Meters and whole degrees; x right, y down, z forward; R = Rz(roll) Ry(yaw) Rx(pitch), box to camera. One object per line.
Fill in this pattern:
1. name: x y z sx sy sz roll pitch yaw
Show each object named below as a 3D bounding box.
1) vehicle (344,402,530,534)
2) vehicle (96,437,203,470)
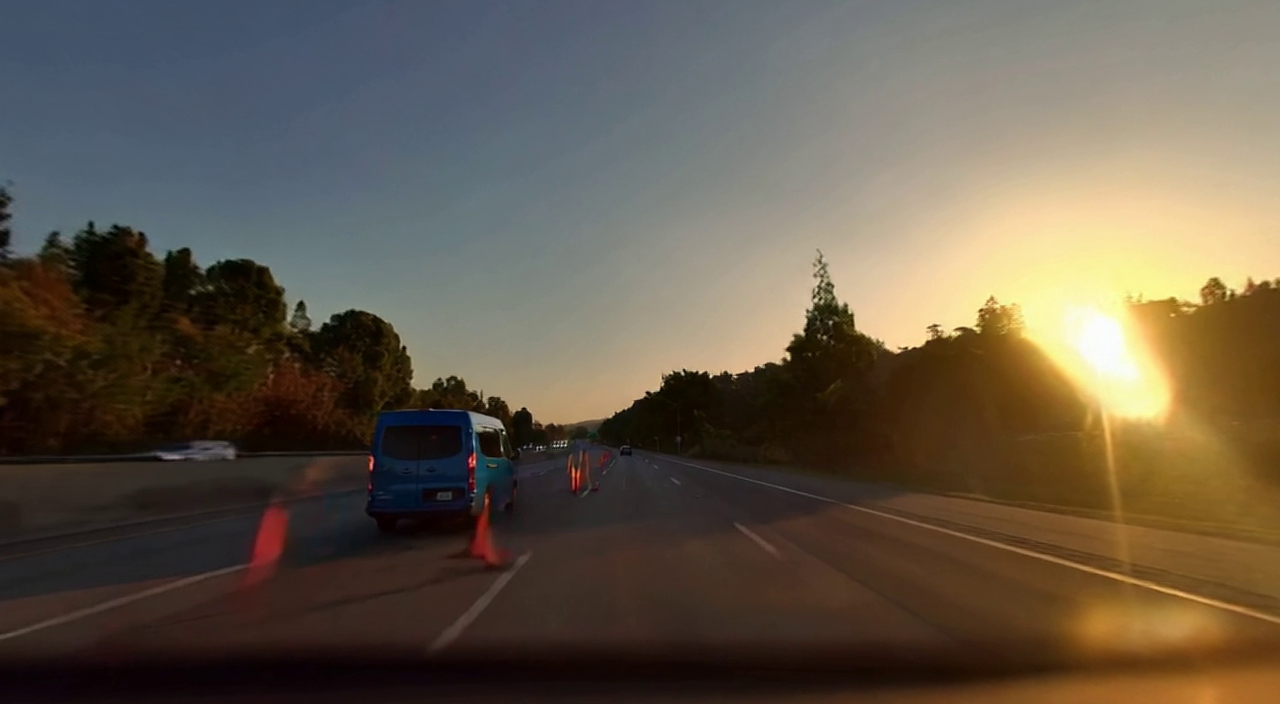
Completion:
1. vehicle: -3.472 2.105 11.905 2.046 1.982 4.465 0 -9 -1
2. vehicle: -24.140 5.005 31.303 1.764 1.495 4.428 0 -9 -1
